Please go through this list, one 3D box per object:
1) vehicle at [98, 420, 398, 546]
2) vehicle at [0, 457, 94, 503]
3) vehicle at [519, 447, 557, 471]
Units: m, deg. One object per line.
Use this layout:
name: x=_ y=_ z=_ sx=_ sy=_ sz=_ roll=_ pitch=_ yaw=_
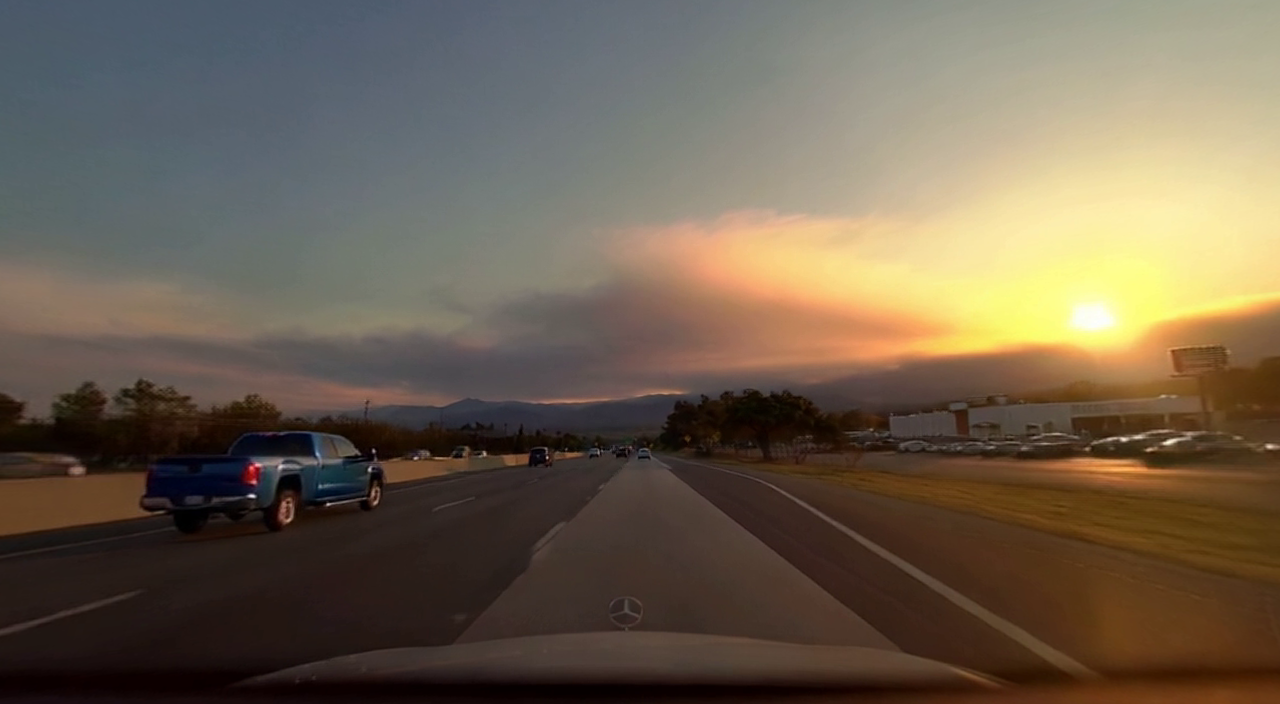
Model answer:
vehicle: x=-7.139 y=2.442 z=12.668 sx=2.156 sy=1.911 sz=5.956 roll=0 pitch=-8 yaw=1
vehicle: x=-25.236 y=5.181 z=25.841 sx=1.961 sy=1.629 sz=4.138 roll=0 pitch=-8 yaw=0
vehicle: x=-7.391 y=7.783 z=46.111 sx=2.021 sy=1.699 sz=4.324 roll=0 pitch=-8 yaw=1
